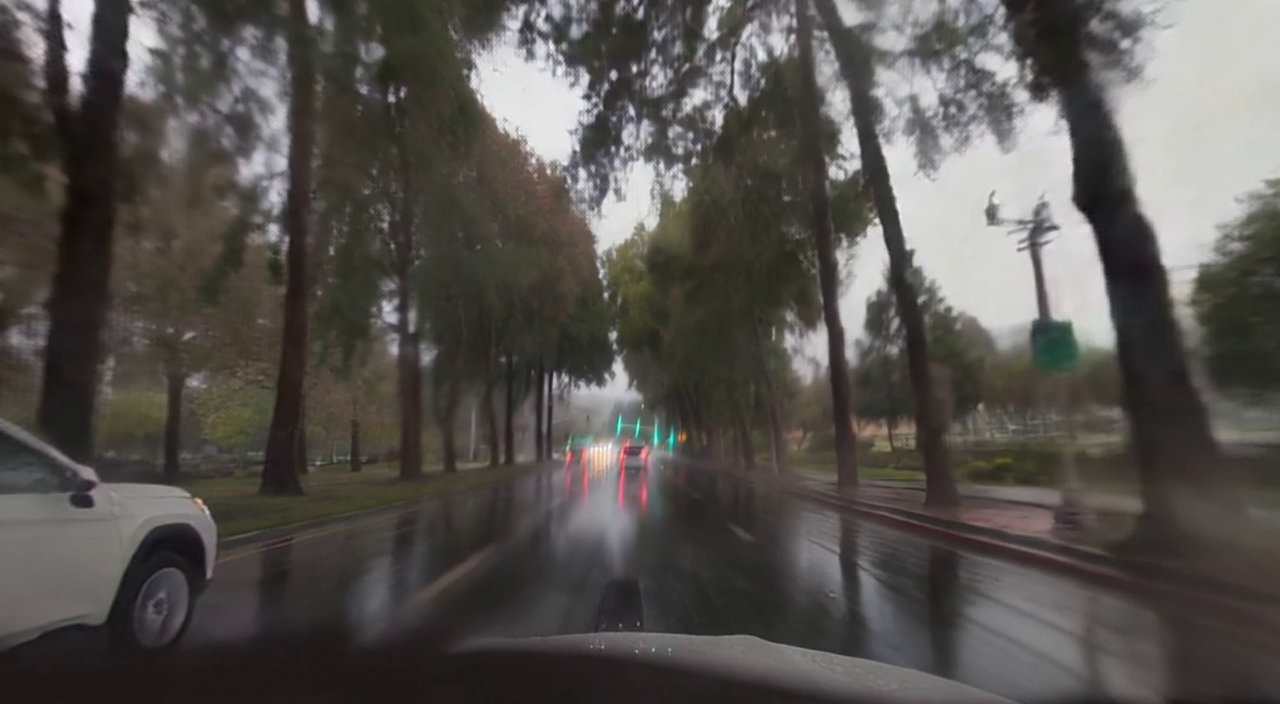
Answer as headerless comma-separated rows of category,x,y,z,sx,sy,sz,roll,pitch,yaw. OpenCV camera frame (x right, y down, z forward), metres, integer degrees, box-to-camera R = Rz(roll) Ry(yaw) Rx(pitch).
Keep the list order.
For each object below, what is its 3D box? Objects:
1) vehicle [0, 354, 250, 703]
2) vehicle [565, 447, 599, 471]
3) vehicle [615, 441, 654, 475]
vehicle,-4.031,0.830,2.668,1.860,1.741,4.479,0,-9,0
vehicle,-3.959,7.383,43.694,1.936,1.538,4.016,0,-9,0
vehicle,-0.319,5.823,34.847,2.018,1.769,3.897,0,-9,0
